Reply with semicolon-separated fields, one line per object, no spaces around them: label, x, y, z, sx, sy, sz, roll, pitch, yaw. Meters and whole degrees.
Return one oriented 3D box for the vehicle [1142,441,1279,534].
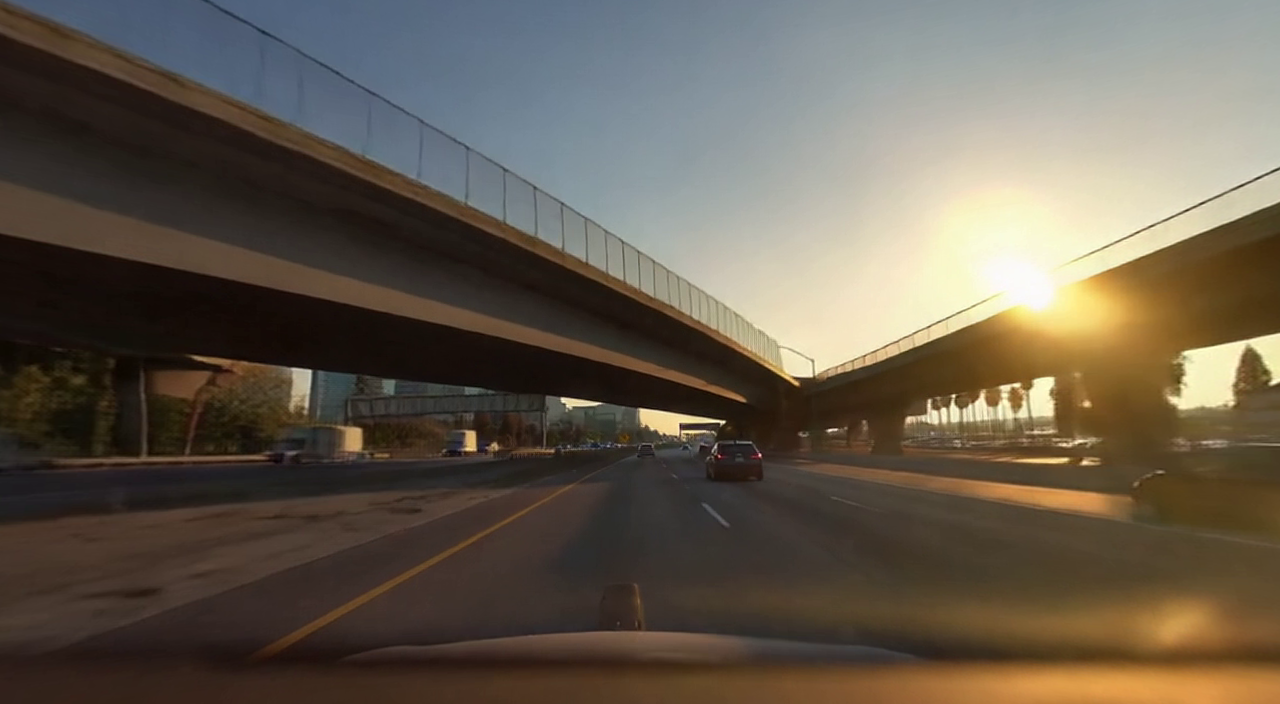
vehicle;11.014;2.192;10.395;1.827;1.448;4.370;0;-9;-1

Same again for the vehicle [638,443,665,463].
vehicle;0.887;7.828;48.997;2.046;1.475;3.784;-1;-9;1

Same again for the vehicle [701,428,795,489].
vehicle;3.414;3.521;21.114;2.226;1.779;4.835;0;-9;-1
